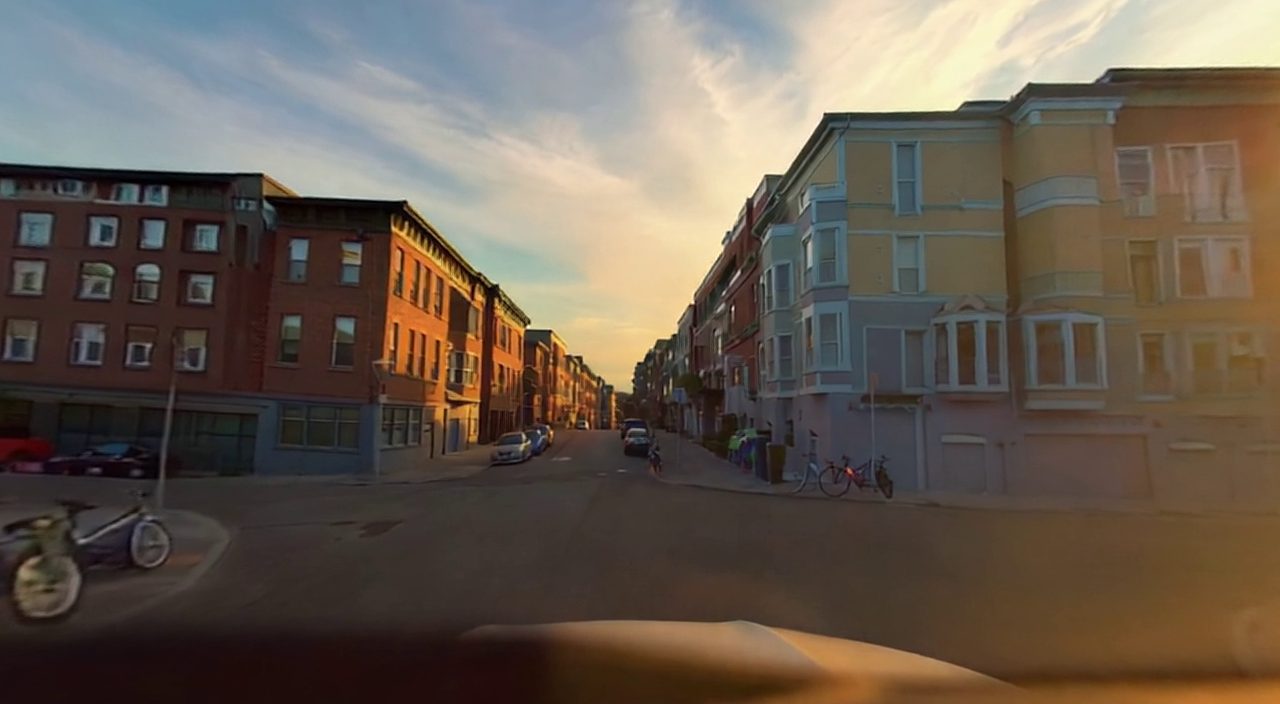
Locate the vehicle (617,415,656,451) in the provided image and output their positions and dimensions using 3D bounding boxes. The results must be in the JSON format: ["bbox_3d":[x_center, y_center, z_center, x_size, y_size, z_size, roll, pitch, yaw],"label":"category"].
[{"bbox_3d":[-0.291,5.031,39.098,2.072,2.074,4.358,1,-7,-5],"label":"vehicle"}]

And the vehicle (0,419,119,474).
[{"bbox_3d":[-18.553,3.009,19.730,2.924,1.591,1.756,-2,-12,13],"label":"vehicle"}]

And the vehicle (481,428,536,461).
[{"bbox_3d":[-6.121,4.348,29.654,1.897,1.431,3.741,0,-7,-2],"label":"vehicle"}]

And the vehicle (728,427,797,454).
[{"bbox_3d":[6.661,4.849,34.388,3.404,1.431,1.641,0,-7,-3],"label":"vehicle"}]
